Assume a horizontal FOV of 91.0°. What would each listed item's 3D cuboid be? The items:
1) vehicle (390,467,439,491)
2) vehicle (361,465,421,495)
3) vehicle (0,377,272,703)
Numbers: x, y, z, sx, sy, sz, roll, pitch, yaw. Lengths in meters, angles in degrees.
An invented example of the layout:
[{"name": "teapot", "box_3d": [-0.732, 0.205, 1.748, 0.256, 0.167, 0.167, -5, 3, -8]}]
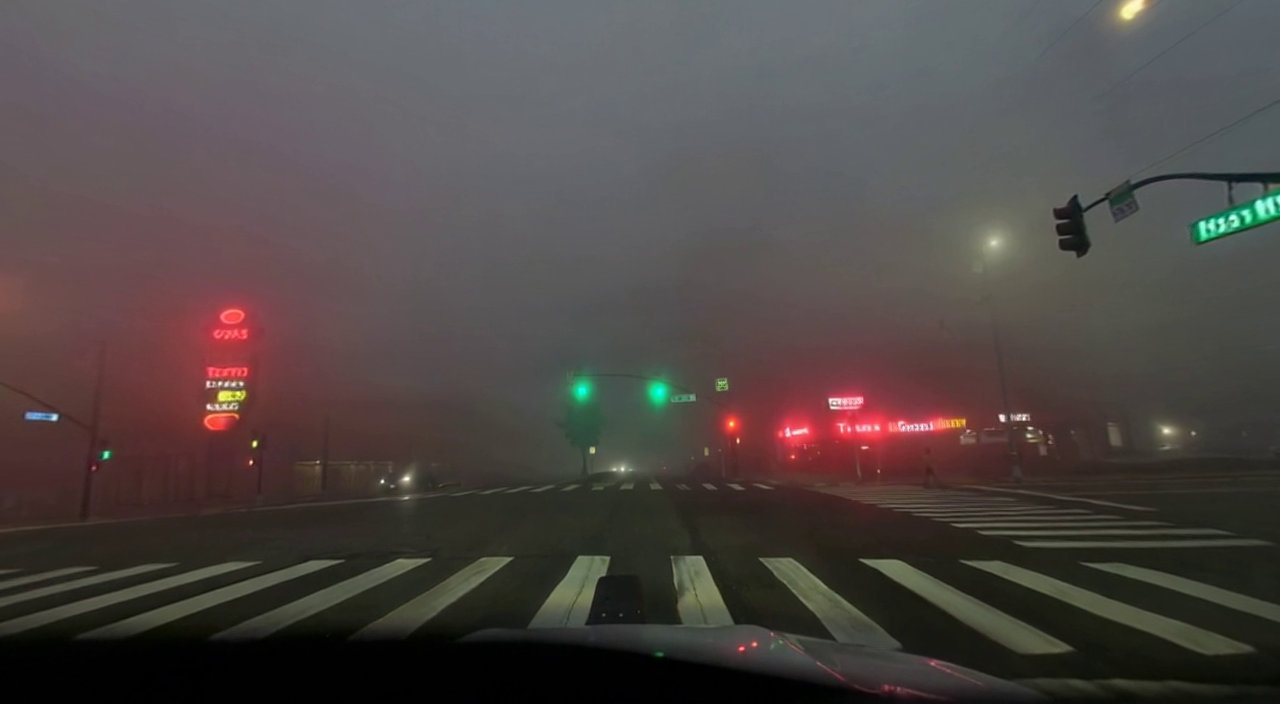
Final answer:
[{"name": "vehicle", "box_3d": [-15.755, 8.904, 44.214, 1.931, 1.471, 4.152, 0, -9, 0]}, {"name": "vehicle", "box_3d": [-19.221, 9.897, 48.945, 2.227, 2.033, 5.614, 0, -9, 2]}, {"name": "vehicle", "box_3d": [-3.411, 0.812, 1.580, 2.081, 1.644, 4.523, 0, -9, 2]}]
